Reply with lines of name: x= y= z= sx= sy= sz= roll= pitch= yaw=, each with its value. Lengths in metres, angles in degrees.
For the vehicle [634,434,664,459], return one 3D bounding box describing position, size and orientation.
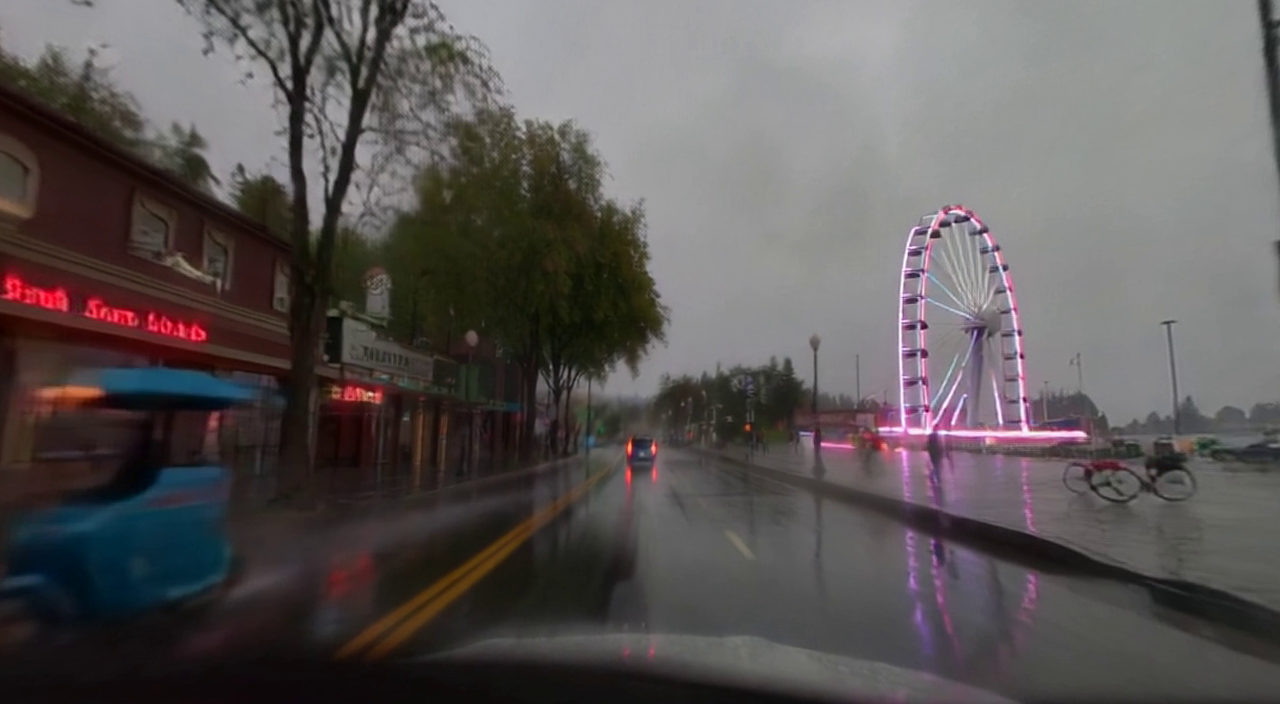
vehicle: x=0.665 y=7.268 z=48.550 sx=2.221 sy=1.773 sz=4.228 roll=0 pitch=-8 yaw=0
